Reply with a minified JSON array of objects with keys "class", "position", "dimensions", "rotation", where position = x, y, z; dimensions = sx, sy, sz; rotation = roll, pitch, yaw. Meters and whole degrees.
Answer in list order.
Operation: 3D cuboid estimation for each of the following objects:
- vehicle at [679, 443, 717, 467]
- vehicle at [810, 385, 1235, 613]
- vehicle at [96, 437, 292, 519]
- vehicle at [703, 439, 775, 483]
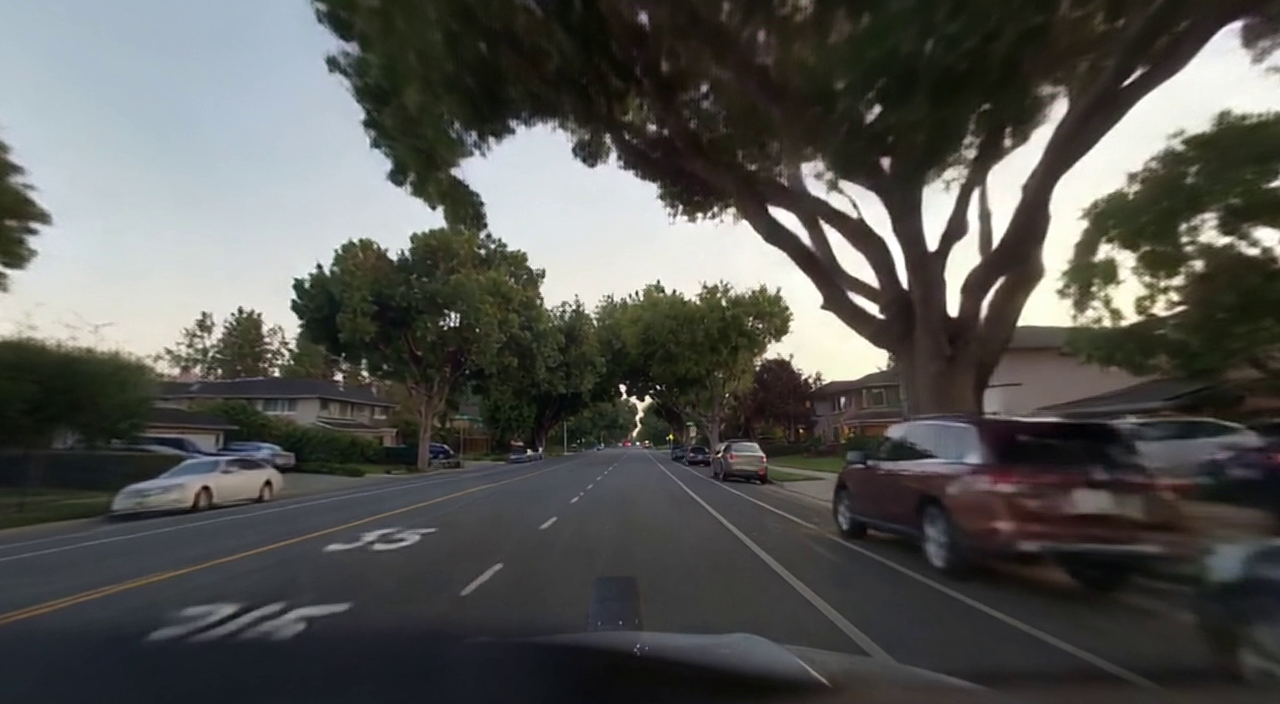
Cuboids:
[{"class":"vehicle","position":[3.932,7.075,43.623],"dimensions":[1.997,1.510,4.555],"rotation":[0,-9,-3]},{"class":"vehicle","position":[3.906,1.599,7.840],"dimensions":[2.120,1.916,4.836],"rotation":[0,-9,-1]},{"class":"vehicle","position":[-10.930,3.122,15.976],"dimensions":[1.964,1.667,4.217],"rotation":[-3,-10,-2]},{"class":"vehicle","position":[3.950,4.456,26.073],"dimensions":[1.999,1.615,4.513],"rotation":[0,-9,-3]}]
